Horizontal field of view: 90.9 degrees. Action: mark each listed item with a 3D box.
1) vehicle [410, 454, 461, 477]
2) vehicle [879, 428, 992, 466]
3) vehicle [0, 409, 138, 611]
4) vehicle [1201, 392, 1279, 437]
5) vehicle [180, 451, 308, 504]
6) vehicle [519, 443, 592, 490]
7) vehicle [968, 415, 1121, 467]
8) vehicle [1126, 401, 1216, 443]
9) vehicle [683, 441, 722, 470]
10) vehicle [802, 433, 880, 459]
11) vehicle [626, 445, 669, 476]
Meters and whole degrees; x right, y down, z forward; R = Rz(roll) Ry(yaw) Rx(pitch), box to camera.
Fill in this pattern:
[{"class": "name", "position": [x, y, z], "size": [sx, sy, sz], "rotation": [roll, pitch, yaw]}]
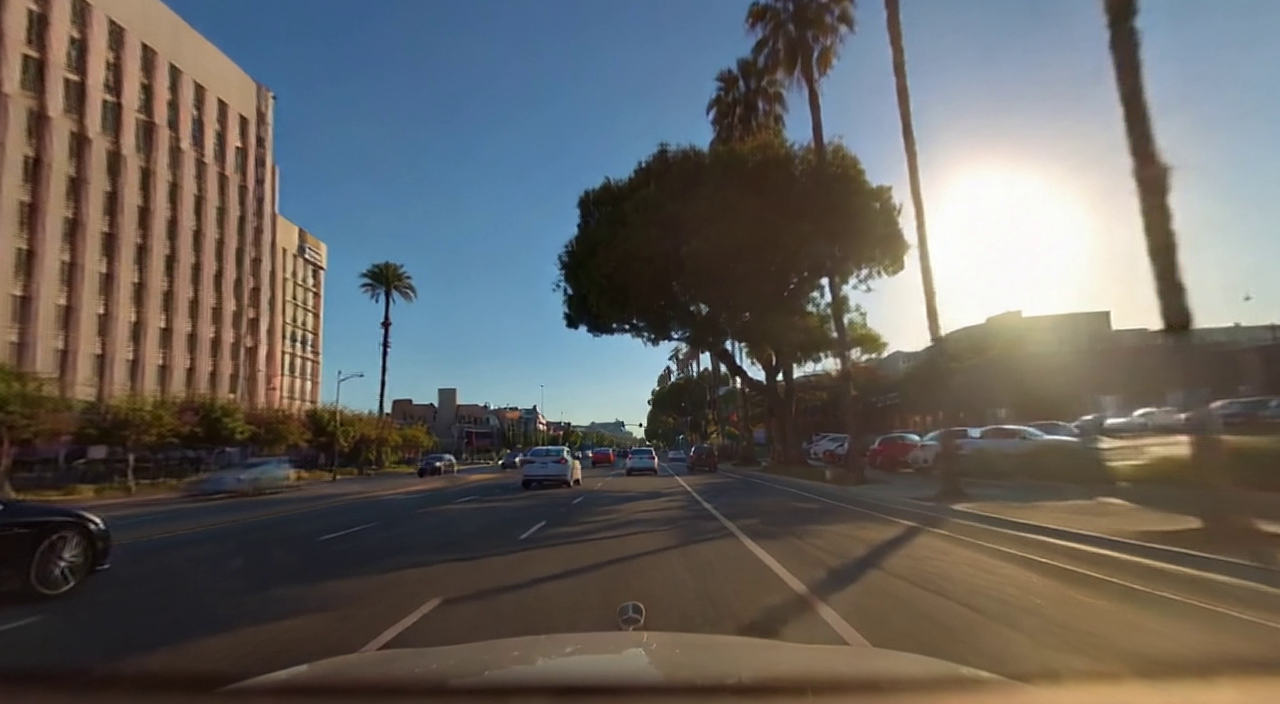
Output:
[{"class": "vehicle", "position": [-14.023, 7.822, 43.572], "size": [1.923, 1.454, 4.520], "rotation": [0, -9, 1]}, {"class": "vehicle", "position": [12.151, 3.920, 25.924], "size": [4.284, 1.450, 1.927], "rotation": [5, -10, -28]}, {"class": "vehicle", "position": [-6.583, 1.234, 4.587], "size": [2.030, 1.730, 4.506], "rotation": [0, -9, 1]}, {"class": "vehicle", "position": [23.324, 2.442, 23.950], "size": [4.576, 1.511, 1.801], "rotation": [6, -10, -34]}, {"class": "vehicle", "position": [-14.247, 4.499, 23.037], "size": [1.841, 1.697, 4.289], "rotation": [0, -9, 1]}, {"class": "vehicle", "position": [-2.921, 4.076, 22.786], "size": [1.908, 1.505, 4.369], "rotation": [0, -9, 2]}, {"class": "vehicle", "position": [12.747, 2.796, 19.824], "size": [4.749, 1.457, 1.806], "rotation": [3, -11, -28]}, {"class": "vehicle", "position": [23.327, 3.060, 27.634], "size": [4.049, 1.503, 1.847], "rotation": [2, -12, -36]}, {"class": "vehicle", "position": [4.076, 6.838, 41.808], "size": [2.108, 1.785, 4.334], "rotation": [0, -9, -1]}, {"class": "vehicle", "position": [12.322, 5.785, 38.606], "size": [4.378, 1.463, 1.824], "rotation": [5, -9, -23]}, {"class": "vehicle", "position": [0.380, 5.670, 33.211], "size": [2.147, 1.507, 3.953], "rotation": [0, -9, 1]}]
